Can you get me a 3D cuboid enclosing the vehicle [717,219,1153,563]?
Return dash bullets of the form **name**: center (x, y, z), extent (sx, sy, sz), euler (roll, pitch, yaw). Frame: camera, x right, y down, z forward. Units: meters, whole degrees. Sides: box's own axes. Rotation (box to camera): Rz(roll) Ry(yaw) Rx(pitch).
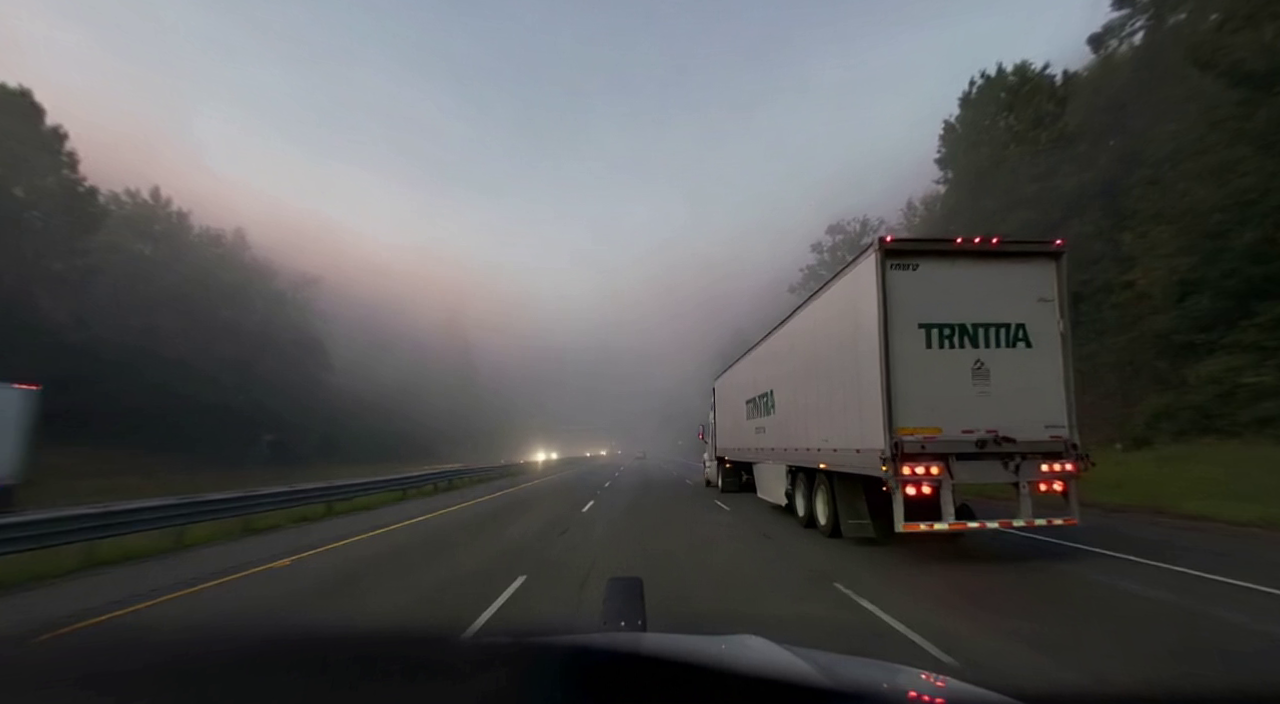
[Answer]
- **vehicle**: center (4.200, 1.481, 14.369), extent (2.947, 4.020, 14.220), euler (0, -9, -1)
